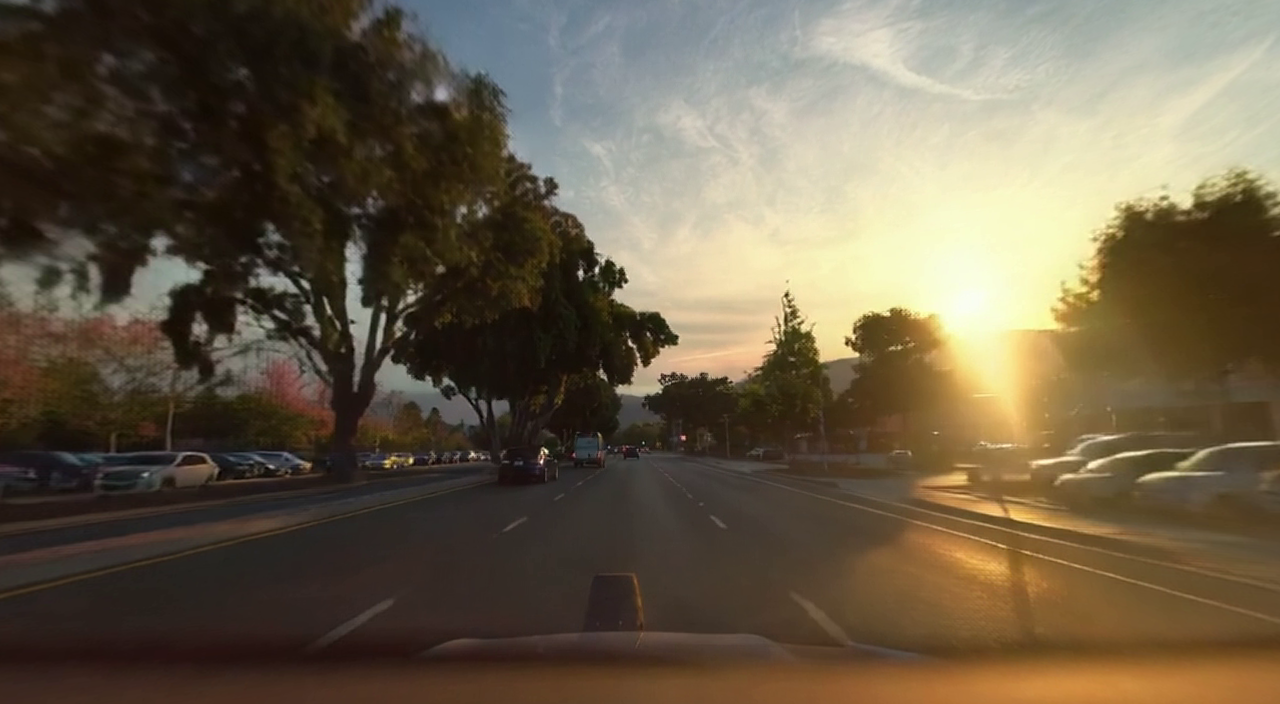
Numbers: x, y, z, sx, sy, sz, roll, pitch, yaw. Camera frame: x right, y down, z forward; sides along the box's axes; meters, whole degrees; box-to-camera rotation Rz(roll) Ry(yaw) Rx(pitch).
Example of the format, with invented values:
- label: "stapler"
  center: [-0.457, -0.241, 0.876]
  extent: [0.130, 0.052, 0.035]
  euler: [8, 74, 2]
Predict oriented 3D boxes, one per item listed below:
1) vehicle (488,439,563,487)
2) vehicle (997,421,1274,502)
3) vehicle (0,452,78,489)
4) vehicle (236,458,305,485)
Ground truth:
- label: "vehicle"
  center: [-4.336, 4.262, 24.535]
  extent: [2.109, 1.672, 4.256]
  euler: [0, -9, 0]
- label: "vehicle"
  center: [12.793, 2.858, 16.525]
  extent: [5.500, 1.749, 2.057]
  euler: [-2, -9, -3]
- label: "vehicle"
  center: [-33.072, 6.135, 32.778]
  extent: [5.432, 1.801, 2.152]
  euler: [0, -9, 1]
- label: "vehicle"
  center: [-22.964, 7.415, 39.291]
  extent: [1.858, 1.530, 4.044]
  euler: [0, -9, 0]
